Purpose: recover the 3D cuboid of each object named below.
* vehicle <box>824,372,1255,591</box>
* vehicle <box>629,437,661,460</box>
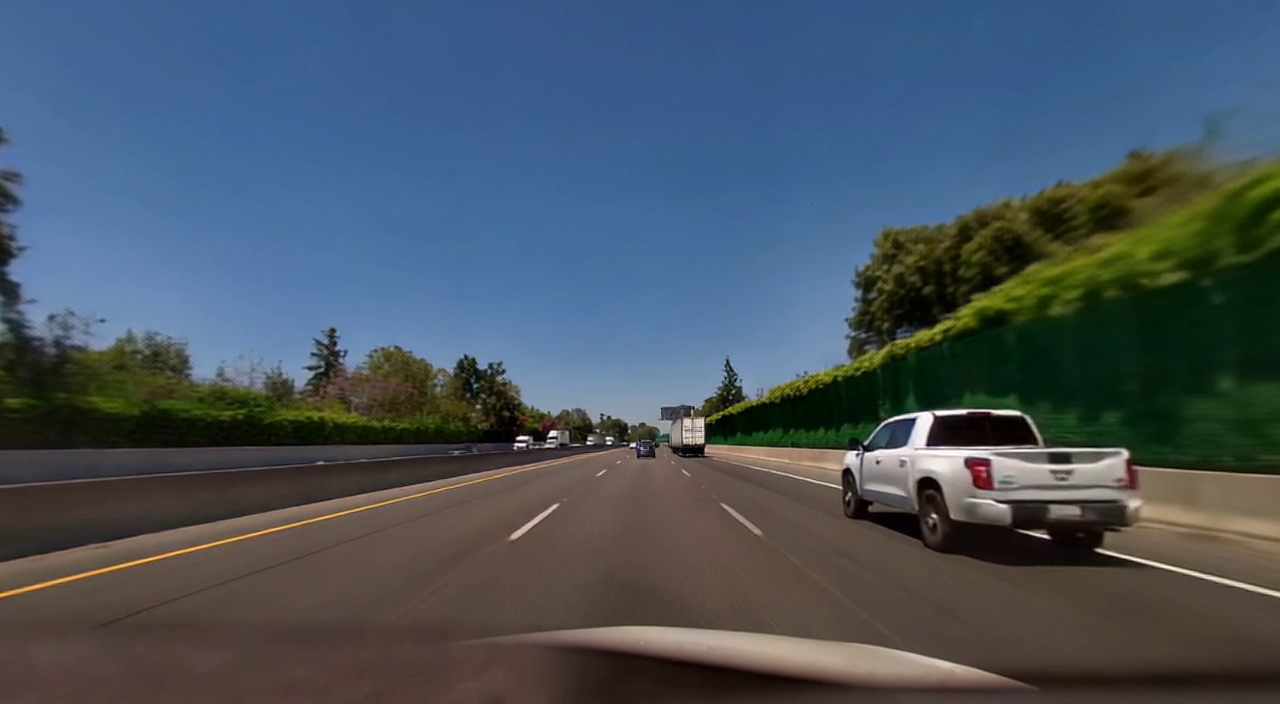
[{"bbox_3d":[4.352,1.529,8.332,2.209,1.943,5.262,0,-8,0],"label":"vehicle"},{"bbox_3d":[0.372,7.654,49.939,2.389,1.760,4.473,0,-8,0],"label":"vehicle"}]
